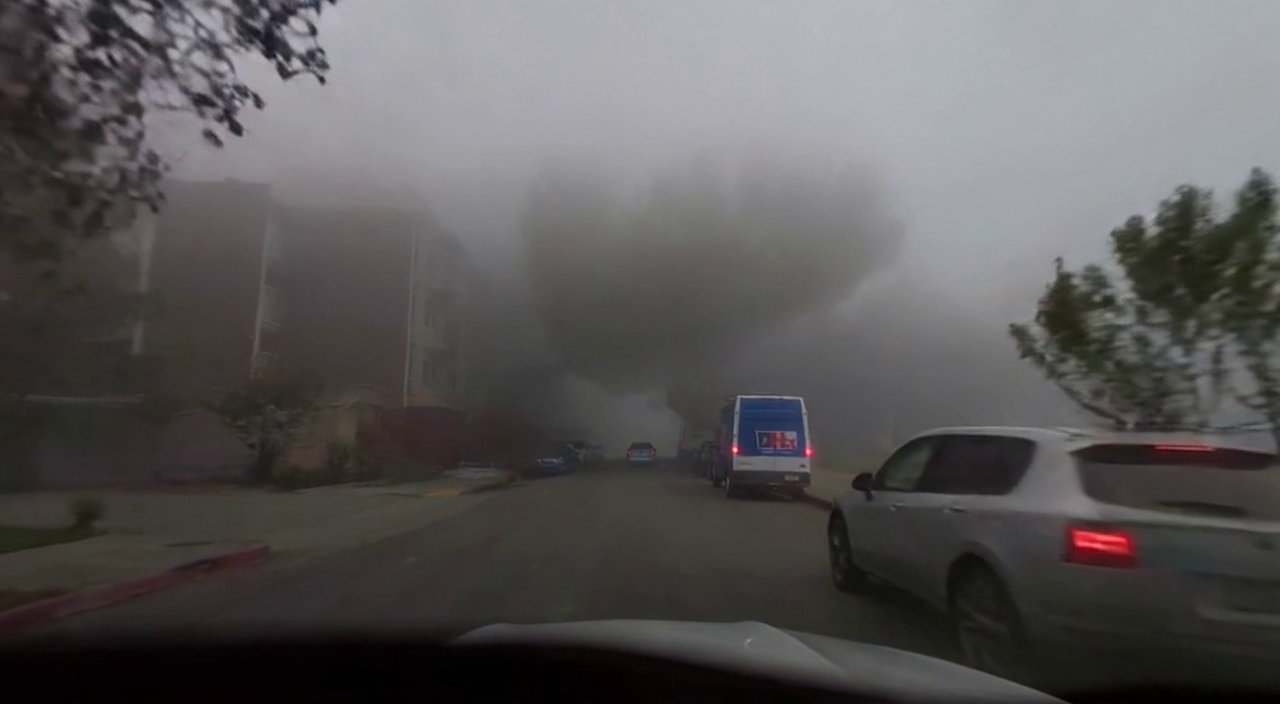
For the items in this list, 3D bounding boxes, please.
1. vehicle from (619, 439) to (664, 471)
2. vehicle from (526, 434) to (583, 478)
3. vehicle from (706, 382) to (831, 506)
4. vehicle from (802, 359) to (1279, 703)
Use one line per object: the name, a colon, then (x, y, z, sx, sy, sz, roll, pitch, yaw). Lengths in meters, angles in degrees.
vehicle: (0.088, 5.124, 31.535, 2.095, 1.510, 3.605, 0, -8, 1)
vehicle: (-3.826, 4.702, 28.908, 1.951, 1.662, 4.046, 0, -4, 1)
vehicle: (3.266, 2.533, 17.518, 2.245, 2.843, 5.762, 0, -8, 0)
vehicle: (2.871, 1.203, 4.852, 2.045, 1.728, 4.446, 0, -8, 0)
